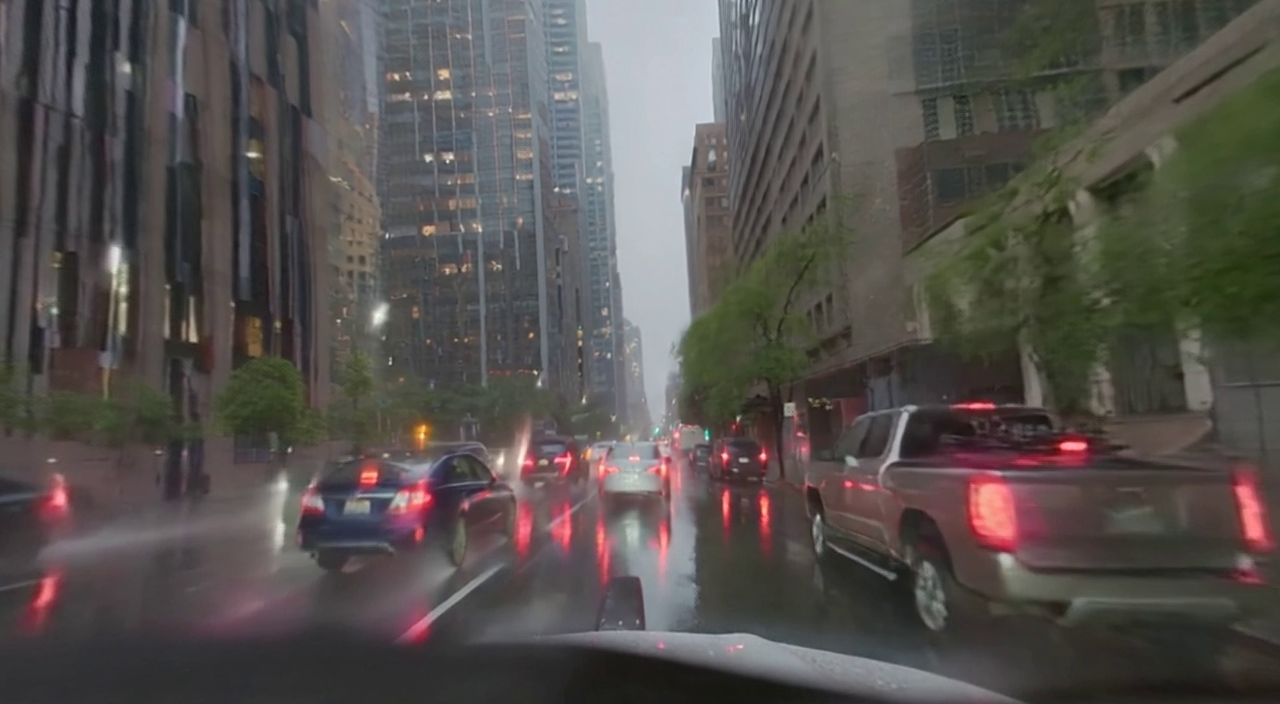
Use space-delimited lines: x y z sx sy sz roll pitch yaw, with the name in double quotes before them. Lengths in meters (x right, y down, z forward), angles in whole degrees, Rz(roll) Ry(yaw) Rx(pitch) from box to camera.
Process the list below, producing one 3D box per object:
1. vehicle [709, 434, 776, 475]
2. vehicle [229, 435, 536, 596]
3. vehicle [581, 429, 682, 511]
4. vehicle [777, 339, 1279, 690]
"vehicle" 3.967 4.006 25.116 2.065 1.461 4.181 0 -7 1
"vehicle" -2.788 1.838 8.162 1.940 1.481 4.376 0 -8 3
"vehicle" -0.091 2.700 14.983 2.076 1.667 3.948 0 -8 2
"vehicle" 2.989 1.225 5.987 2.352 1.953 4.798 0 -8 1
